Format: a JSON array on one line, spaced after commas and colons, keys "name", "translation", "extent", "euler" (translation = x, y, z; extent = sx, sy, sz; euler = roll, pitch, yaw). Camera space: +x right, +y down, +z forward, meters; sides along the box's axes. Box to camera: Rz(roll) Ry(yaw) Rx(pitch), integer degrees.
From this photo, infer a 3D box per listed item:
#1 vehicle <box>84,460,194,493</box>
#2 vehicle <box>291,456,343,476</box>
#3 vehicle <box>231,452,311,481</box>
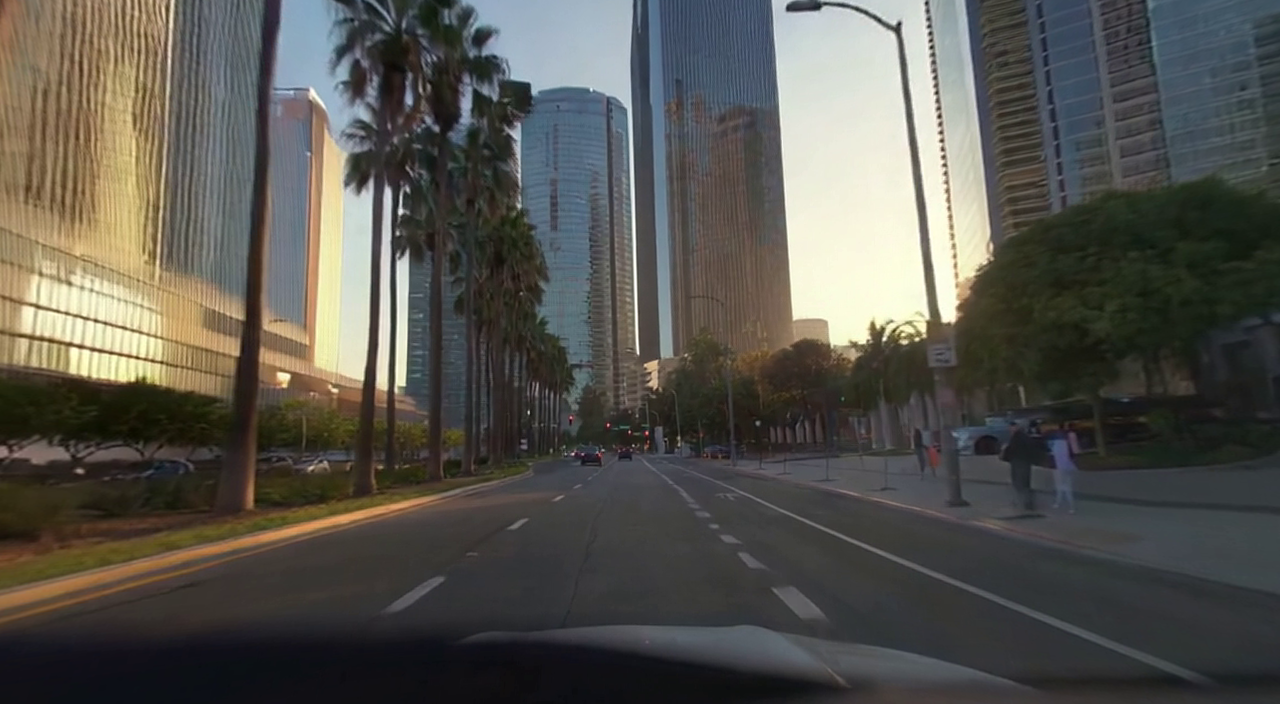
[{"name": "vehicle", "translation": [-24.953, 6.187, 31.719], "extent": [2.080, 1.457, 4.424], "euler": [0, -9, -3]}, {"name": "vehicle", "translation": [-24.774, 8.762, 48.658], "extent": [1.751, 1.424, 4.506], "euler": [0, -9, -2]}, {"name": "vehicle", "translation": [-25.089, 7.772, 43.295], "extent": [2.062, 1.765, 5.897], "euler": [0, -9, -1]}]
